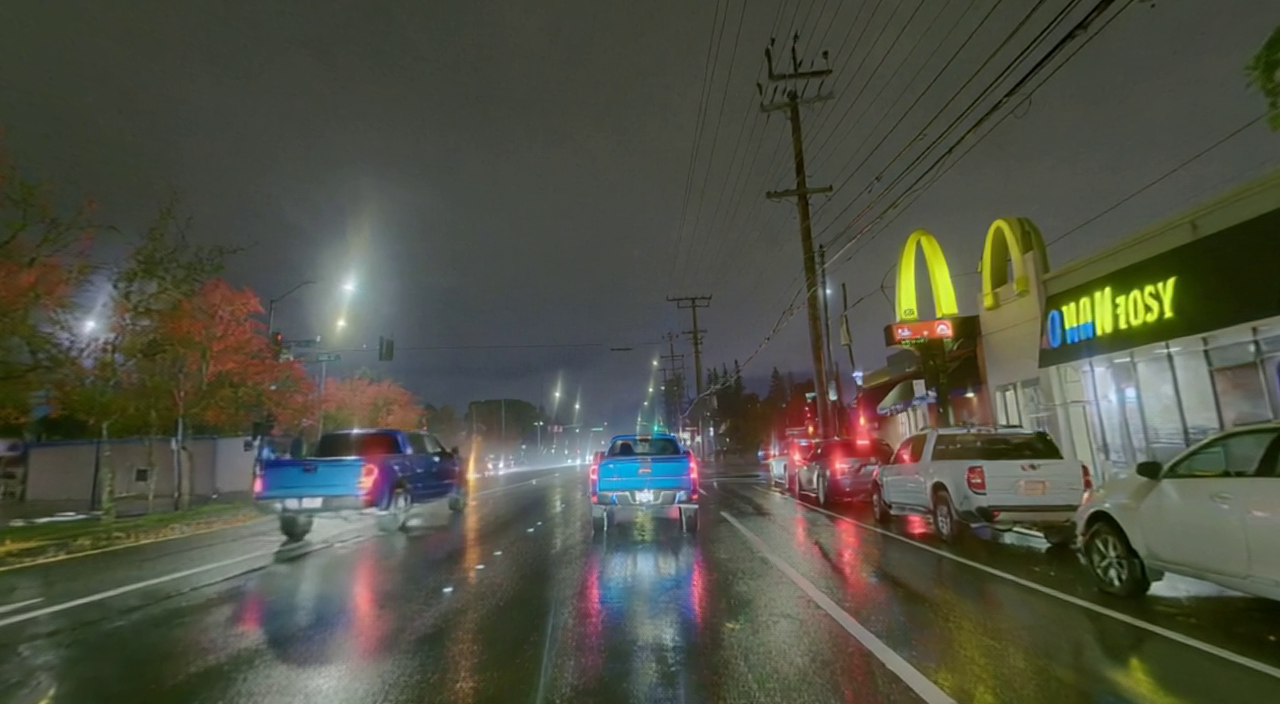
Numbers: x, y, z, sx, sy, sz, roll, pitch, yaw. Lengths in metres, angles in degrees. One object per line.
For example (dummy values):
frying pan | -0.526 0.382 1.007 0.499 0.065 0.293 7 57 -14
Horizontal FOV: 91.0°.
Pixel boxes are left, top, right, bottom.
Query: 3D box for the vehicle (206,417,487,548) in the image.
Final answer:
vehicle | -4.705 2.181 11.293 2.140 1.768 5.092 -1 -9 6

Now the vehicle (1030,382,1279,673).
vehicle | 4.911 1.085 3.922 2.014 1.755 4.520 0 -9 0

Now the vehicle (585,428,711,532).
vehicle | 0.165 2.479 12.822 2.089 1.699 4.650 0 -9 1

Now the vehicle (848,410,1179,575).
vehicle | 4.930 1.912 9.431 2.007 1.786 4.870 0 -9 1
